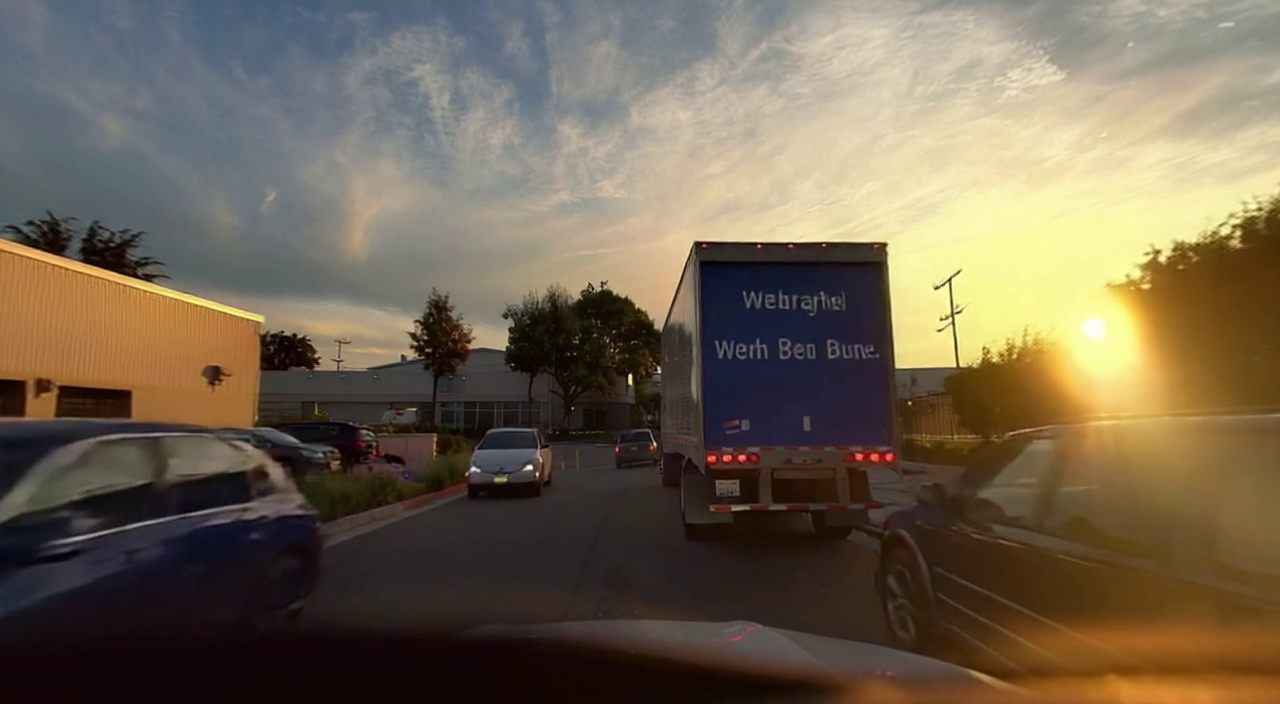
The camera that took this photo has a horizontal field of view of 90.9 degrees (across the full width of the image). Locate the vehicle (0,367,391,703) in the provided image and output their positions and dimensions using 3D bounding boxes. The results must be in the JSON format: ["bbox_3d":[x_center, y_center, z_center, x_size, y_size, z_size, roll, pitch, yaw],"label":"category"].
[{"bbox_3d":[-2.738,0.882,2.238,2.033,1.508,4.298,0,-8,-1],"label":"vehicle"}]

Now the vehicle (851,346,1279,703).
[{"bbox_3d":[2.423,0.880,2.394,1.866,1.531,3.579,0,-8,-2],"label":"vehicle"}]

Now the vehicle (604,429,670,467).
[{"bbox_3d":[-0.051,4.096,27.123,2.160,1.498,3.909,-1,-8,10],"label":"vehicle"}]

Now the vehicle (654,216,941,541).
[{"bbox_3d":[2.097,1.254,15.150,2.865,4.113,14.471,0,-8,-1],"label":"vehicle"}]

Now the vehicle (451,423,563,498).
[{"bbox_3d":[-2.924,2.452,14.710,1.780,1.488,4.043,0,-8,-1],"label":"vehicle"}]
